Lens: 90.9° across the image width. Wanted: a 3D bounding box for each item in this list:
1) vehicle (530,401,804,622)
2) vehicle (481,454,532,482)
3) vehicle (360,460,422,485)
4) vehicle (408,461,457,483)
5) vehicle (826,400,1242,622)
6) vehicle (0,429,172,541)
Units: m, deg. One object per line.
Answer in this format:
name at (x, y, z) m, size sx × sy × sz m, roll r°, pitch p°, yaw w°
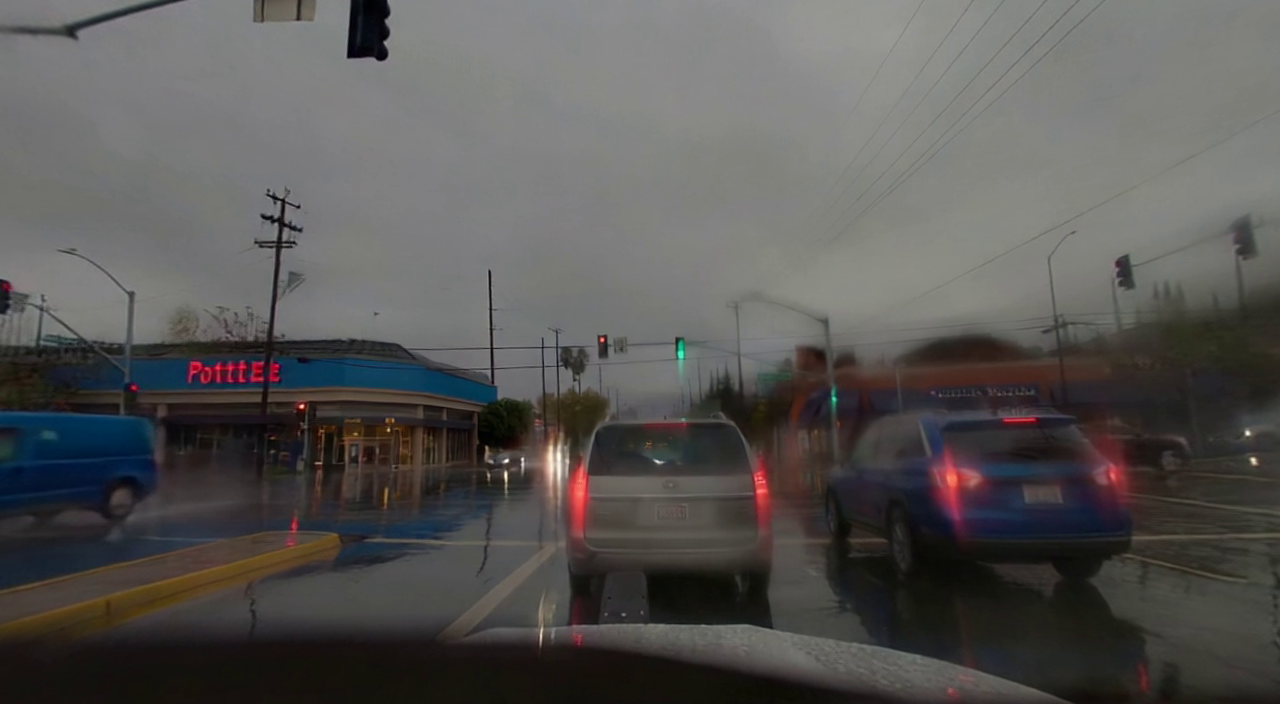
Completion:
vehicle at (0.256, 1.510, 6.829) m, size 2.098 × 1.682 × 3.778 m, roll 0°, pitch -8°, yaw 2°
vehicle at (-8.976, 7.800, 42.740) m, size 2.023 × 1.713 × 4.451 m, roll -1°, pitch -8°, yaw 6°
vehicle at (-16.243, 7.850, 41.403) m, size 1.872 × 1.433 × 4.404 m, roll -1°, pitch -8°, yaw 7°
vehicle at (-15.487, 8.962, 47.268) m, size 1.875 × 1.475 × 4.449 m, roll -1°, pitch -8°, yaw 5°
vehicle at (3.617, 1.518, 6.964) m, size 1.976 × 1.664 × 4.189 m, roll -1°, pitch -8°, yaw 2°
vehicle at (-11.201, 2.290, 11.183) m, size 2.029 × 1.776 × 4.711 m, roll -1°, pitch -8°, yaw 3°
